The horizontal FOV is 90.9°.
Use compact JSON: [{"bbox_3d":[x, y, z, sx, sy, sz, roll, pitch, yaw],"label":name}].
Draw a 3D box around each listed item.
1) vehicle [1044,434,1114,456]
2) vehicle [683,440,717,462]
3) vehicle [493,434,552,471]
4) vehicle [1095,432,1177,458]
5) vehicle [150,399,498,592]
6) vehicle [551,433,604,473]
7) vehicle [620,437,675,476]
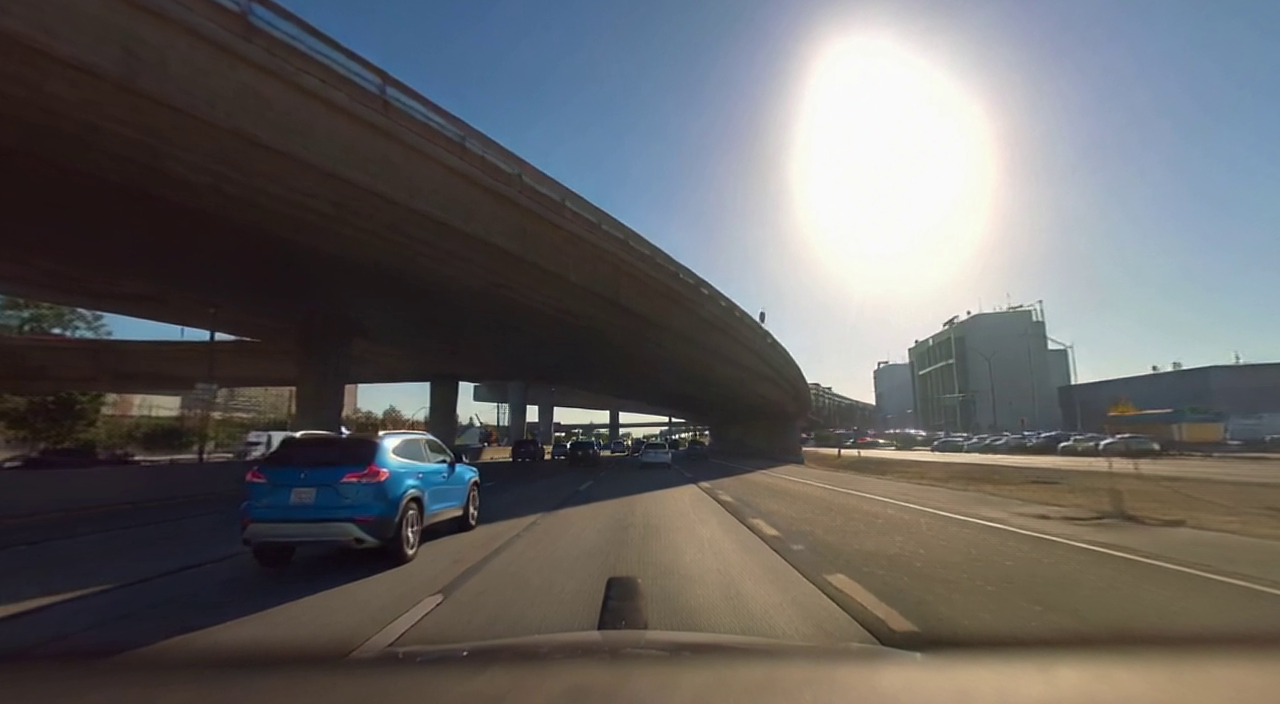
[{"bbox_3d":[30.082,6.384,43.365,1.749,1.454,4.210,0,-8,0],"label":"vehicle"},{"bbox_3d":[4.332,7.201,46.102,1.980,1.492,4.442,0,-8,-1],"label":"vehicle"},{"bbox_3d":[-6.160,5.342,33.809,2.125,1.804,4.864,0,-8,1],"label":"vehicle"},{"bbox_3d":[30.036,5.671,38.329,1.743,1.467,4.058,0,-8,2],"label":"vehicle"},{"bbox_3d":[-3.306,1.595,7.868,1.961,1.687,4.453,0,-8,1],"label":"vehicle"},{"bbox_3d":[-2.877,4.777,29.985,2.007,1.730,4.412,0,-8,1],"label":"vehicle"},{"bbox_3d":[0.292,4.337,26.334,2.090,1.474,3.970,0,-8,0],"label":"vehicle"}]
